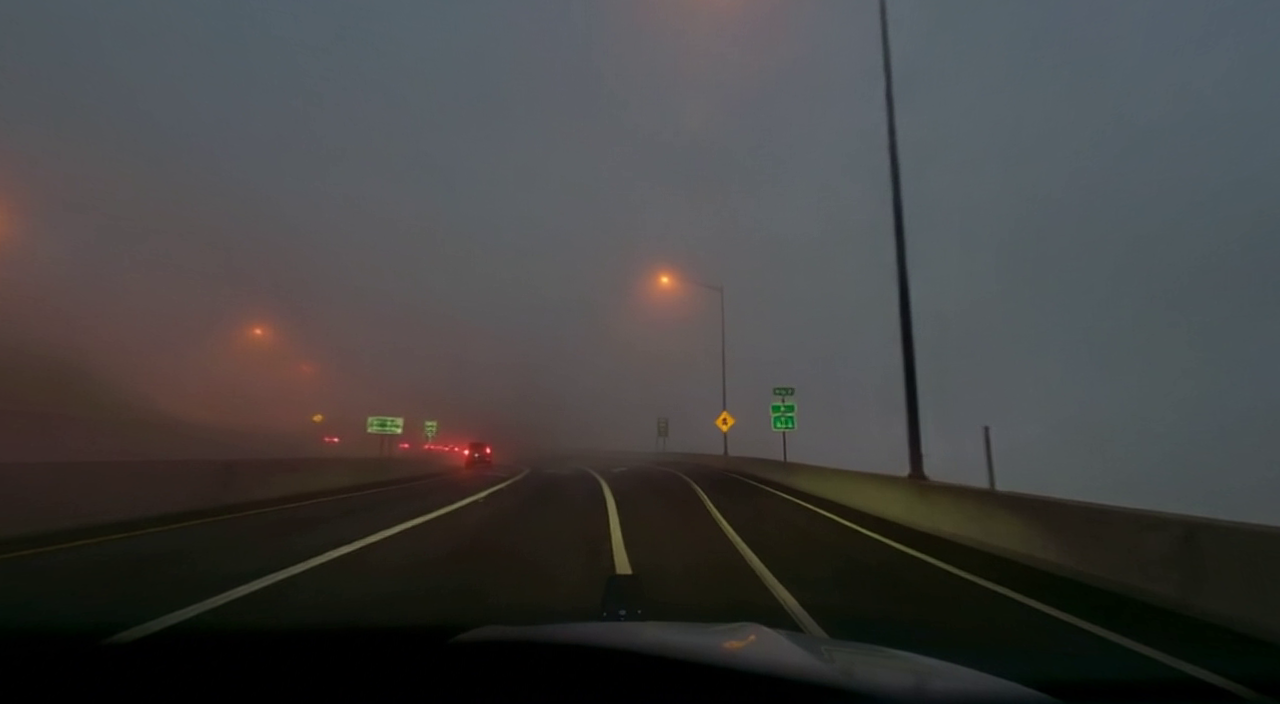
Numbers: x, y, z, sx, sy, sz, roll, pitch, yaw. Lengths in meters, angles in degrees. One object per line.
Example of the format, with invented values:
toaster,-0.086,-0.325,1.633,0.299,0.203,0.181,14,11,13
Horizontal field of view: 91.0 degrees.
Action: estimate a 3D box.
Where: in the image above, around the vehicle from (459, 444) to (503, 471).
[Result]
vehicle,-10.051,6.688,40.108,2.234,1.588,4.484,2,-9,-9
